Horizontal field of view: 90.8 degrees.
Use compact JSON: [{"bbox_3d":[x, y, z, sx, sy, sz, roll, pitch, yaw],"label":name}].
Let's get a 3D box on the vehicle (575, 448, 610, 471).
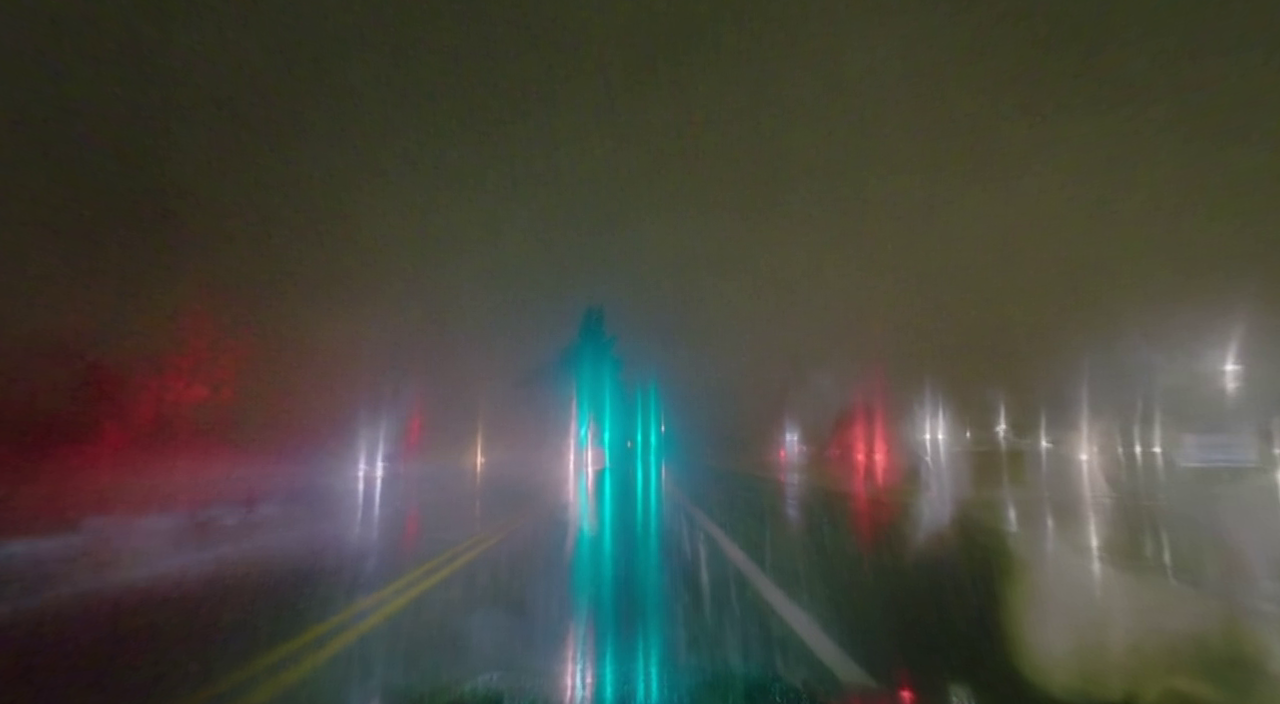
[{"bbox_3d":[-3.242,7.483,44.103,1.722,1.523,3.736,-1,-9,7],"label":"vehicle"}]
